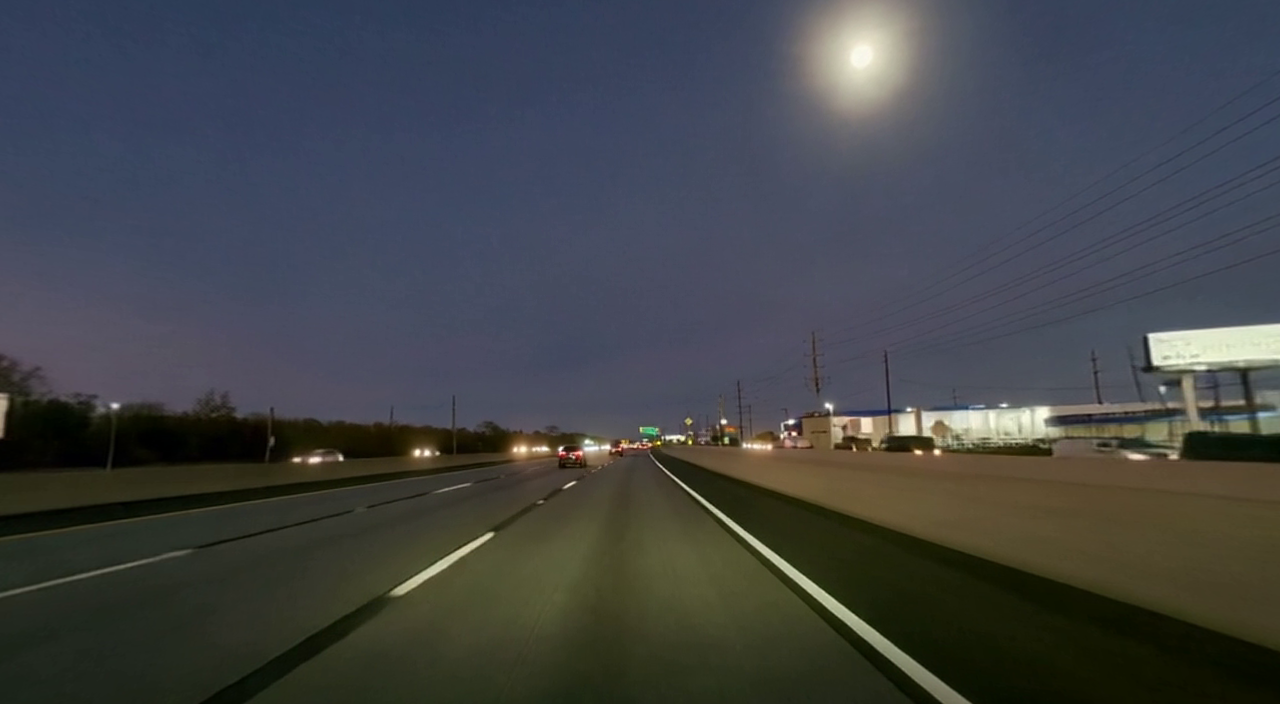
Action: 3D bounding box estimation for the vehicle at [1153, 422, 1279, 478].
[{"bbox_3d":[18.954,3.065,19.828,1.758,1.580,4.583,0,-8,-1],"label":"vehicle"}]

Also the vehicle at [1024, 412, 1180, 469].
[{"bbox_3d":[18.749,3.686,26.103,2.165,2.077,5.451,0,-8,-1],"label":"vehicle"}]

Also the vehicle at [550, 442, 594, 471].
[{"bbox_3d":[-3.796,5.894,35.912,1.940,1.479,4.545,0,-8,1],"label":"vehicle"}]

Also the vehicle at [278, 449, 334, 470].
[{"bbox_3d":[-25.188,8.116,47.835,1.796,1.482,4.512,0,-8,0],"label":"vehicle"}]

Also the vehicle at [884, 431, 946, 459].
[{"bbox_3d":[19.018,6.471,43.944,2.037,1.794,4.897,0,-8,-1],"label":"vehicle"}]
